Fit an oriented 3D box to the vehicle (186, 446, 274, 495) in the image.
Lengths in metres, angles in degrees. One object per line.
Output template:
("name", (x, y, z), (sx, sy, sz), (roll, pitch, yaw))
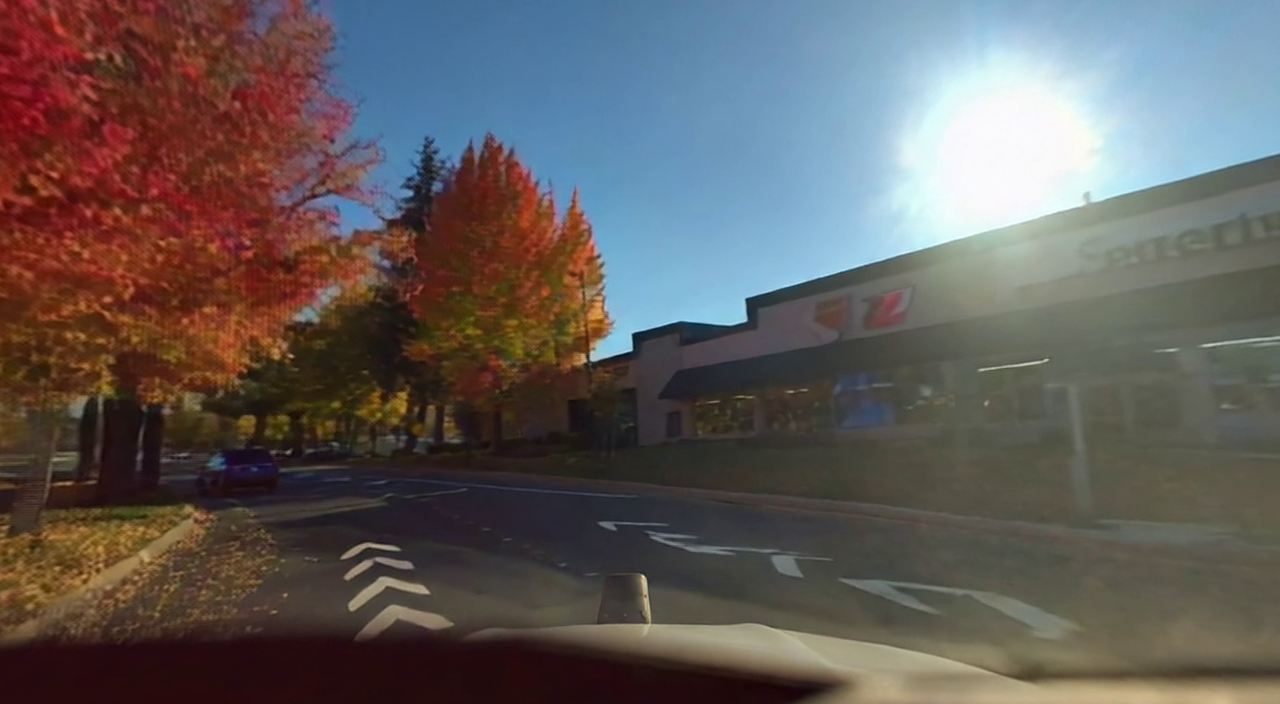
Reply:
("vehicle", (-17.365, 4.929, 26.582), (2.146, 1.814, 5.110), (8, -13, -42))
